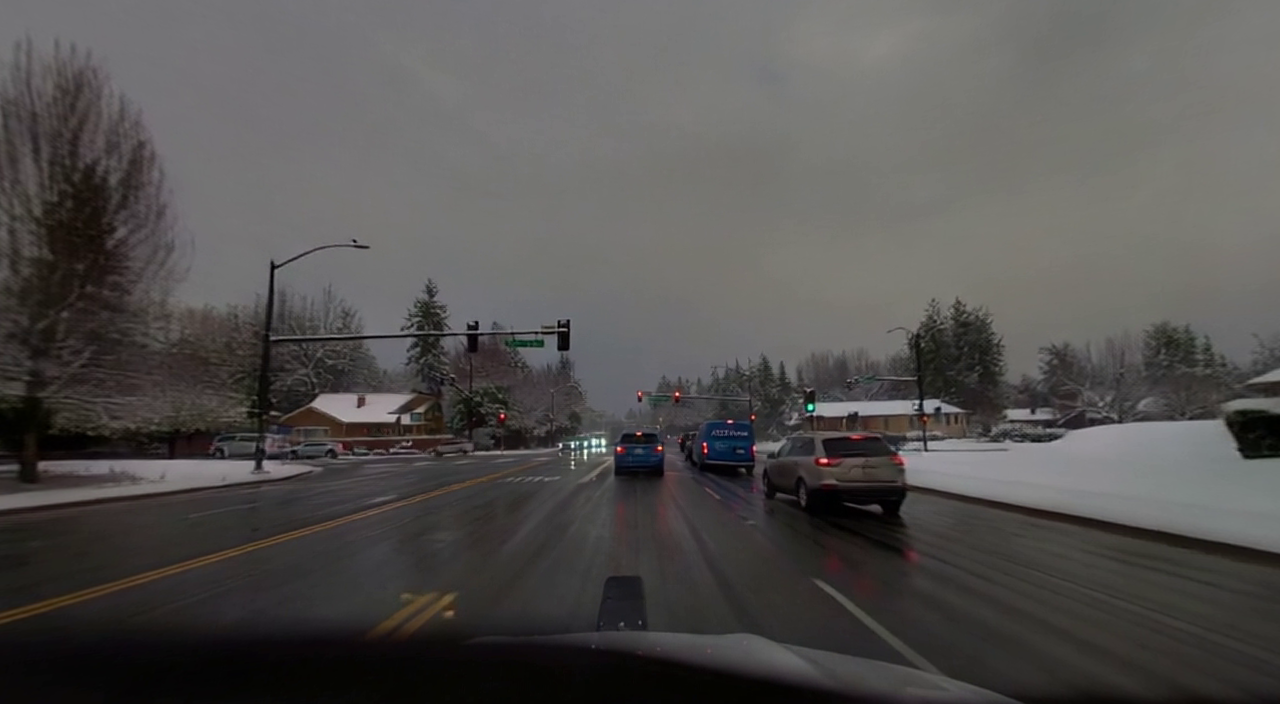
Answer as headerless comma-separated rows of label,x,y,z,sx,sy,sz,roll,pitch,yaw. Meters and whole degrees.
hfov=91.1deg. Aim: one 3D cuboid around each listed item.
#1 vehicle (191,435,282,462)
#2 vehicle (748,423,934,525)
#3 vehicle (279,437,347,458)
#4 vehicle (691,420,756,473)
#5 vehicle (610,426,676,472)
vehicle,-28.035,6.709,43.741,4.757,1.841,2.121,1,-9,-7
vehicle,3.414,2.178,11.745,1.934,1.506,4.544,0,-9,-1
vehicle,-24.931,7.294,47.939,4.073,1.603,1.920,1,-9,-8
vehicle,3.250,3.796,25.298,2.059,1.924,4.257,0,-9,0
vehicle,0.157,3.745,24.345,2.321,1.624,4.367,0,-9,1
